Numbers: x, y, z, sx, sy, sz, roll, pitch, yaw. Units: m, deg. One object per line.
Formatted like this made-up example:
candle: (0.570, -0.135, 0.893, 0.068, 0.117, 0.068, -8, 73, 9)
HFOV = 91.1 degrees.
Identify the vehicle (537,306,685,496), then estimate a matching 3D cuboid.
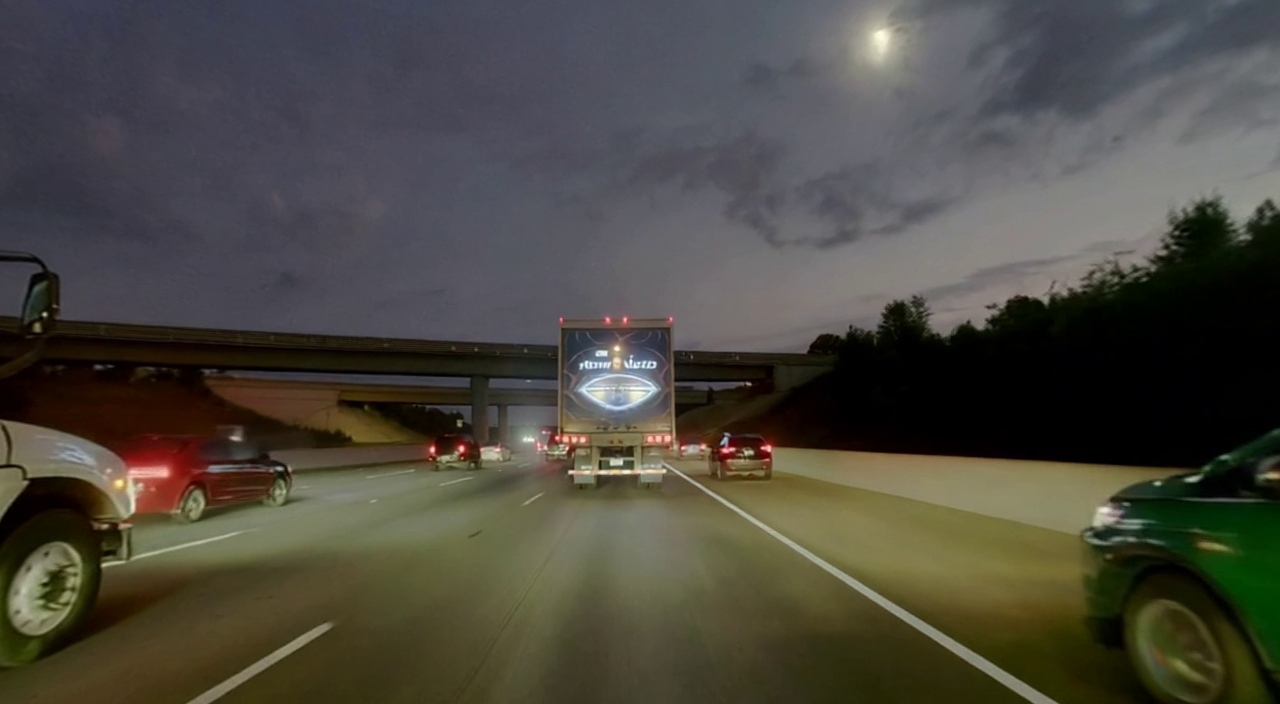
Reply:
vehicle: (-0.837, 1.622, 17.527, 2.911, 3.787, 9.905, 0, -8, -3)

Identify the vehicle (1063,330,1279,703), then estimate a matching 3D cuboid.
vehicle: (3.688, 0.602, 1.545, 2.118, 1.647, 4.400, 0, -8, -2)

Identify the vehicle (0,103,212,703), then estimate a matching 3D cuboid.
vehicle: (-3.714, 0.142, 0.648, 2.660, 2.637, 5.634, 0, -8, -2)

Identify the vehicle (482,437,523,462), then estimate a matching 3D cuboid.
vehicle: (-8.865, 6.309, 40.857, 1.845, 1.488, 3.656, 0, -8, 0)

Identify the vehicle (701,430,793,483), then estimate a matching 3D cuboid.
vehicle: (3.363, 3.357, 20.673, 2.003, 1.519, 4.580, 0, -8, -3)

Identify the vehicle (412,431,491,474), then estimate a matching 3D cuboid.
vehicle: (-8.051, 4.332, 27.373, 2.057, 1.698, 4.550, 0, -8, -1)
